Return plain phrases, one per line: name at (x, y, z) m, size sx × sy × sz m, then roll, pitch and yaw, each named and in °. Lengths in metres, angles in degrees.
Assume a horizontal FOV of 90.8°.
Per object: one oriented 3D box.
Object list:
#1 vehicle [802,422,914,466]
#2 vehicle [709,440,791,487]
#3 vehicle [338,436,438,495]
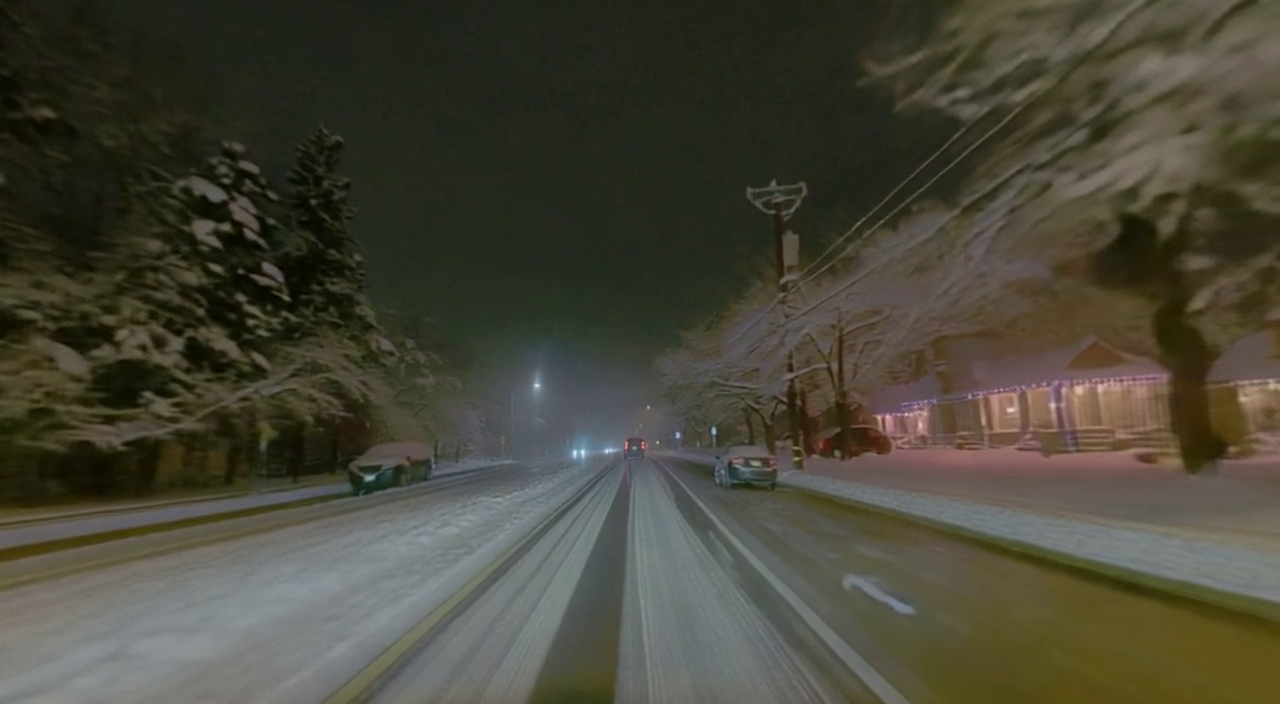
vehicle at (10.788, 4.593, 31.478) m, size 4.709 × 1.743 × 1.965 m, roll -3°, pitch -8°, yaw -8°
vehicle at (3.887, 4.044, 23.248) m, size 2.167 × 1.535 × 4.464 m, roll 0°, pitch -8°, yaw -1°
vehicle at (-10.974, 4.940, 28.034) m, size 2.111 × 2.050 × 5.328 m, roll -8°, pitch -8°, yaw -1°
